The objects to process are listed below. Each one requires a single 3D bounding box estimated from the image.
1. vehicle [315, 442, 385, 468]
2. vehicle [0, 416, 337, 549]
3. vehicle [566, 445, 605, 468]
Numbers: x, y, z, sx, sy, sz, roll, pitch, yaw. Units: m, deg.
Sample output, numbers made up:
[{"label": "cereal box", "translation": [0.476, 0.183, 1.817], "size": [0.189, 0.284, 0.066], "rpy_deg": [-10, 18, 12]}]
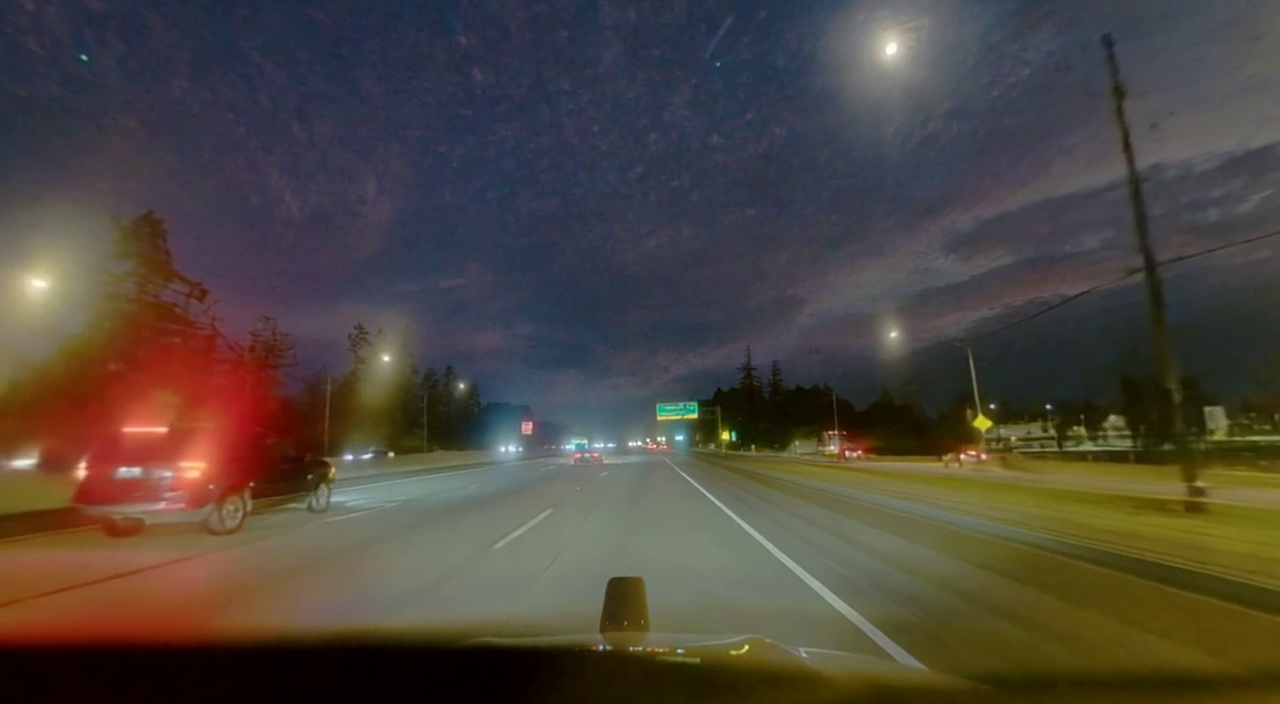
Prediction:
[{"label": "vehicle", "translation": [-18.312, 6.505, 40.049], "size": [2.120, 1.532, 4.534], "rpy_deg": [0, -9, 2]}, {"label": "vehicle", "translation": [-7.393, 2.050, 10.601], "size": [2.118, 1.696, 4.836], "rpy_deg": [0, -9, 1]}, {"label": "vehicle", "translation": [-3.454, 6.755, 40.881], "size": [2.048, 1.368, 4.613], "rpy_deg": [0, -9, 1]}]
